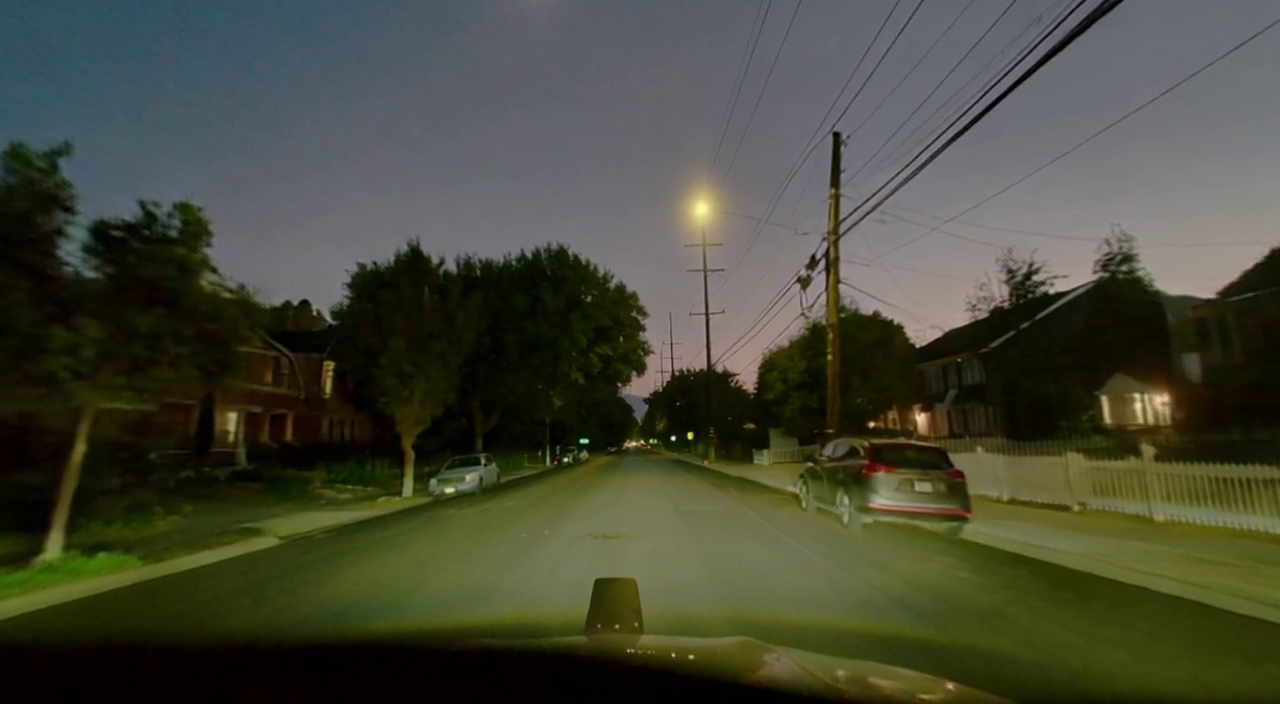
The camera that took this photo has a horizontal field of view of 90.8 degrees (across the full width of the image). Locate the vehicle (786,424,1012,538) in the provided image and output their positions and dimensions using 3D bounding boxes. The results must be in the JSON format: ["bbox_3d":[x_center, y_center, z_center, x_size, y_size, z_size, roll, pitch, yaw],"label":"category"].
[{"bbox_3d":[4.085,2.093,10.822,2.020,1.558,3.925,0,-8,-3],"label":"vehicle"}]

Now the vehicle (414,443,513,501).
[{"bbox_3d":[-5.915,4.043,21.859,1.954,1.551,5.128,-3,-7,0],"label":"vehicle"}]
